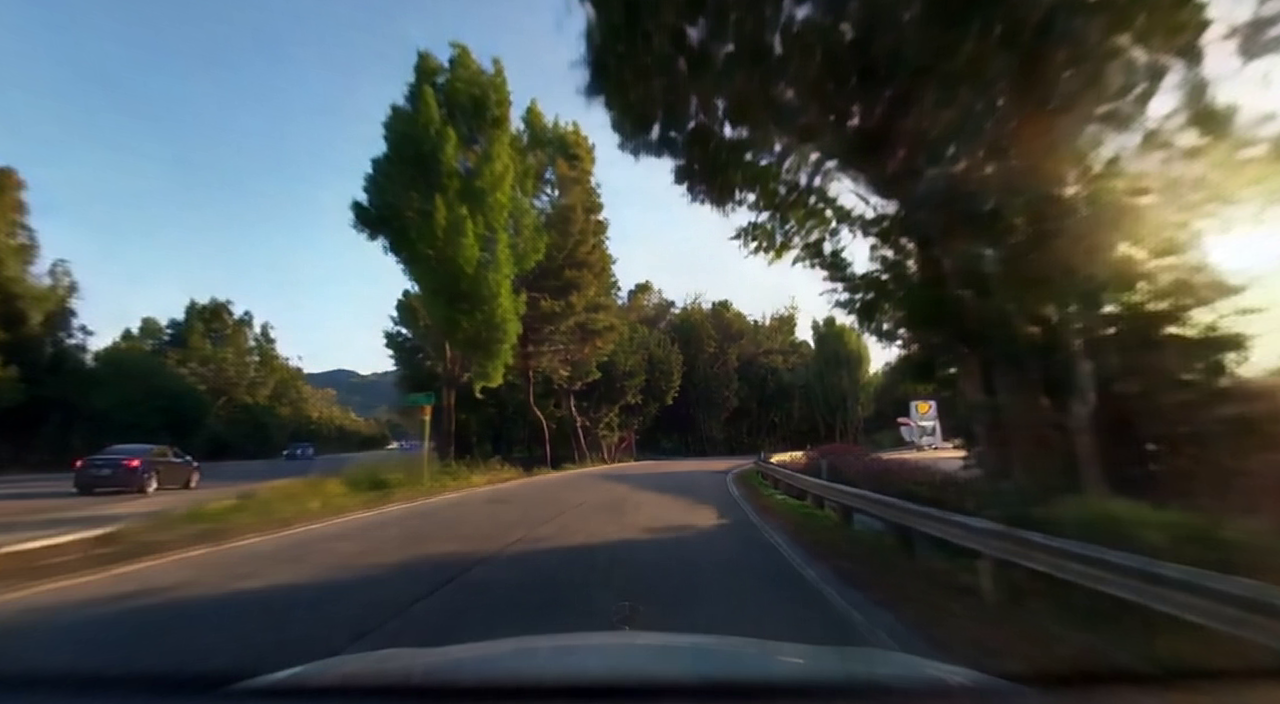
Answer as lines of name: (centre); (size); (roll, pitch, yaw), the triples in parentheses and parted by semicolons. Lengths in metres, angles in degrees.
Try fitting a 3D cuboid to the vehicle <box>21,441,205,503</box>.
vehicle: (-15.120, 3.447, 18.555); (2.015, 1.517, 4.991); (2, -9, -13)
